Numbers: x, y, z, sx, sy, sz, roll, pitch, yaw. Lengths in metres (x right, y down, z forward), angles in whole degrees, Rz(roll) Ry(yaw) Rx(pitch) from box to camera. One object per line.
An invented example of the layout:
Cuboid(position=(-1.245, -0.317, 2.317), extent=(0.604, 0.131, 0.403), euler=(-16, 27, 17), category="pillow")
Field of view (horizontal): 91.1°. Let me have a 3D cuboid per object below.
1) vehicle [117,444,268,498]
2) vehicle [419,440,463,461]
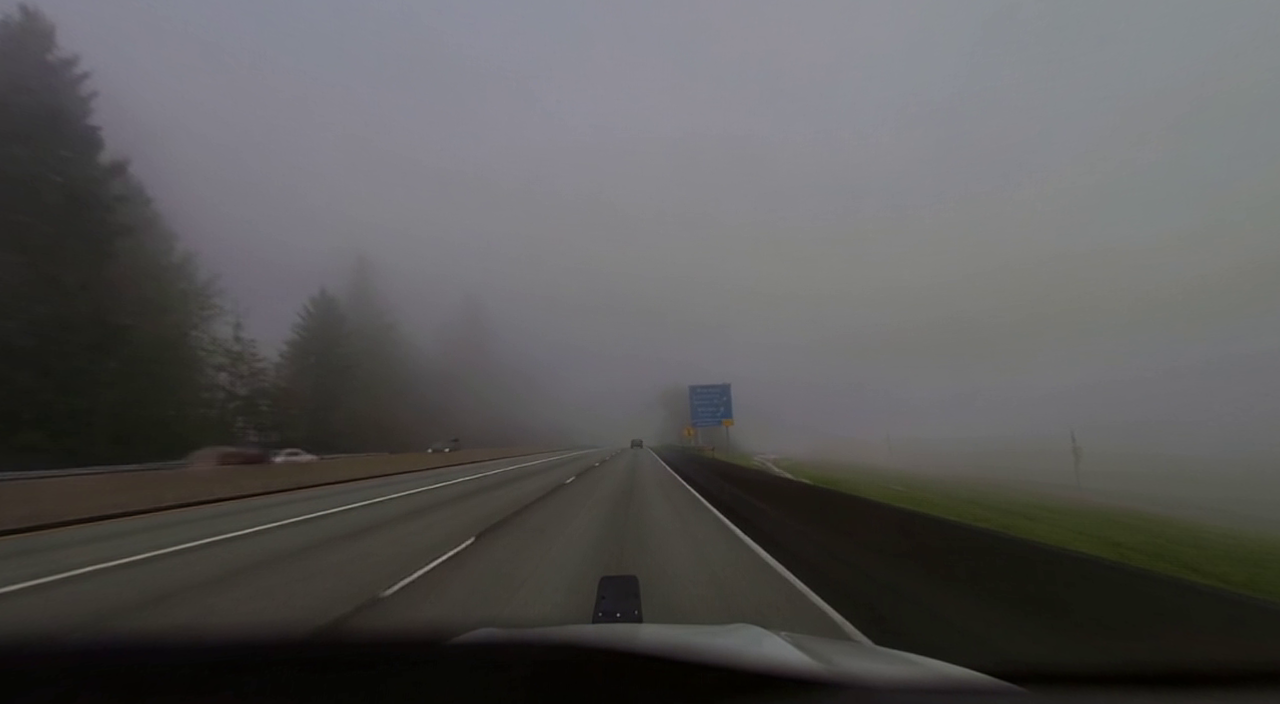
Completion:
Cuboid(position=(-13.352, 3.528, 19.066), extent=(1.801, 1.390, 3.799), euler=(0, -8, -1), category="vehicle")
Cuboid(position=(-15.064, 7.439, 47.781), extent=(1.994, 1.455, 4.162), euler=(0, -8, 0), category="vehicle")
